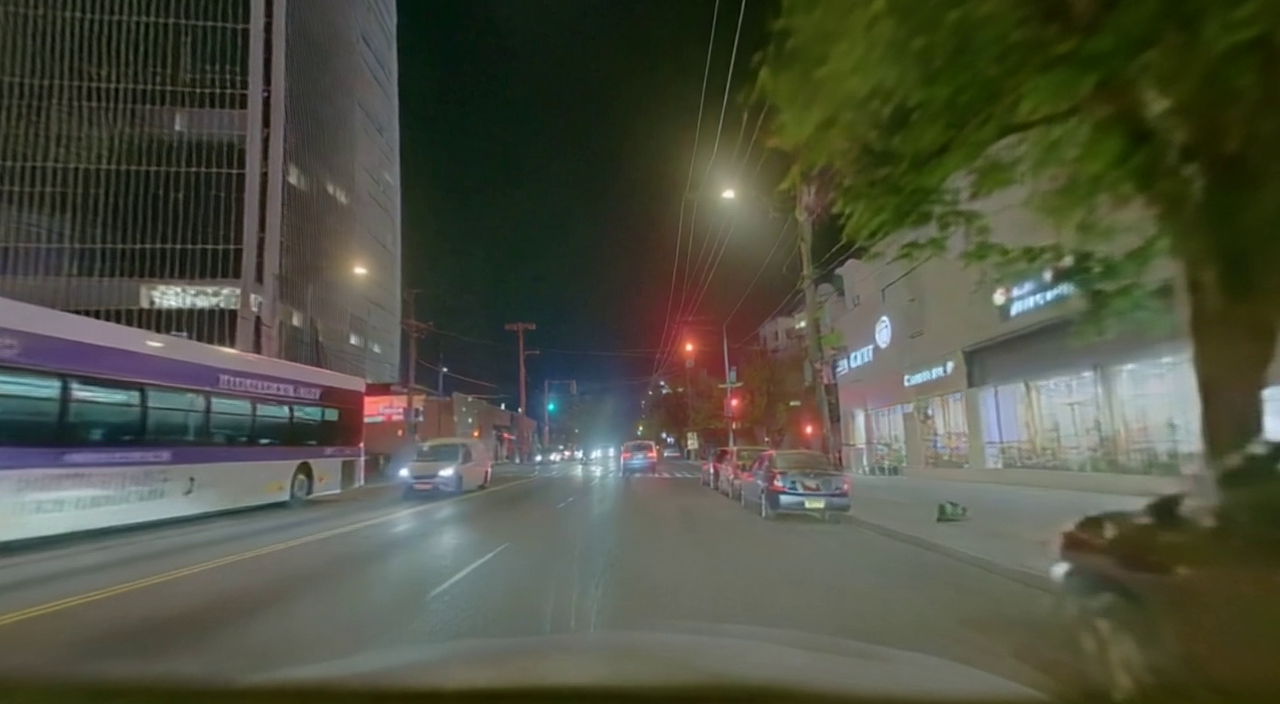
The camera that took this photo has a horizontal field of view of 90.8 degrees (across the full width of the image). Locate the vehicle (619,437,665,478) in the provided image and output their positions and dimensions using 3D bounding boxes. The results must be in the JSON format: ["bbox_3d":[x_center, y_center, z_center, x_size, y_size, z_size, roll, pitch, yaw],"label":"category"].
[{"bbox_3d":[0.141,5.269,31.609,2.127,1.893,4.194,0,-9,1],"label":"vehicle"}]

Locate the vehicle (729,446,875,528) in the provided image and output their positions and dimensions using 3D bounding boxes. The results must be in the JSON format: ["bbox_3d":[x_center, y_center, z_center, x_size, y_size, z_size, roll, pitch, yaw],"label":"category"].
[{"bbox_3d":[3.299,2.835,13.902,2.018,1.474,4.524,0,-9,0],"label":"vehicle"}]

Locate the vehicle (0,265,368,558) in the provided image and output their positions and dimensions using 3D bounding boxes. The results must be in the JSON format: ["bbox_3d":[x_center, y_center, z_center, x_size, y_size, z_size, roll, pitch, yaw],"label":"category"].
[{"bbox_3d":[-9.416,1.320,11.302,3.022,3.627,13.129,-1,-9,1],"label":"vehicle"}]

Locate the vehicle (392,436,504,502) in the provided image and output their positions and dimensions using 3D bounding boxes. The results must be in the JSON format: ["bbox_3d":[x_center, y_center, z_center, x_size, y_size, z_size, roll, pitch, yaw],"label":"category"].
[{"bbox_3d":[-5.593,3.457,19.058,2.050,1.763,4.119,0,-9,0],"label":"vehicle"}]

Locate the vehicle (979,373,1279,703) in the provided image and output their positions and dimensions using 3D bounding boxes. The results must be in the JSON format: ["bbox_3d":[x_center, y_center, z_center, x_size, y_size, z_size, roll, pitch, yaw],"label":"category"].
[{"bbox_3d":[3.237,0.874,2.124,1.878,1.621,4.135,0,-9,0],"label":"vehicle"}]
